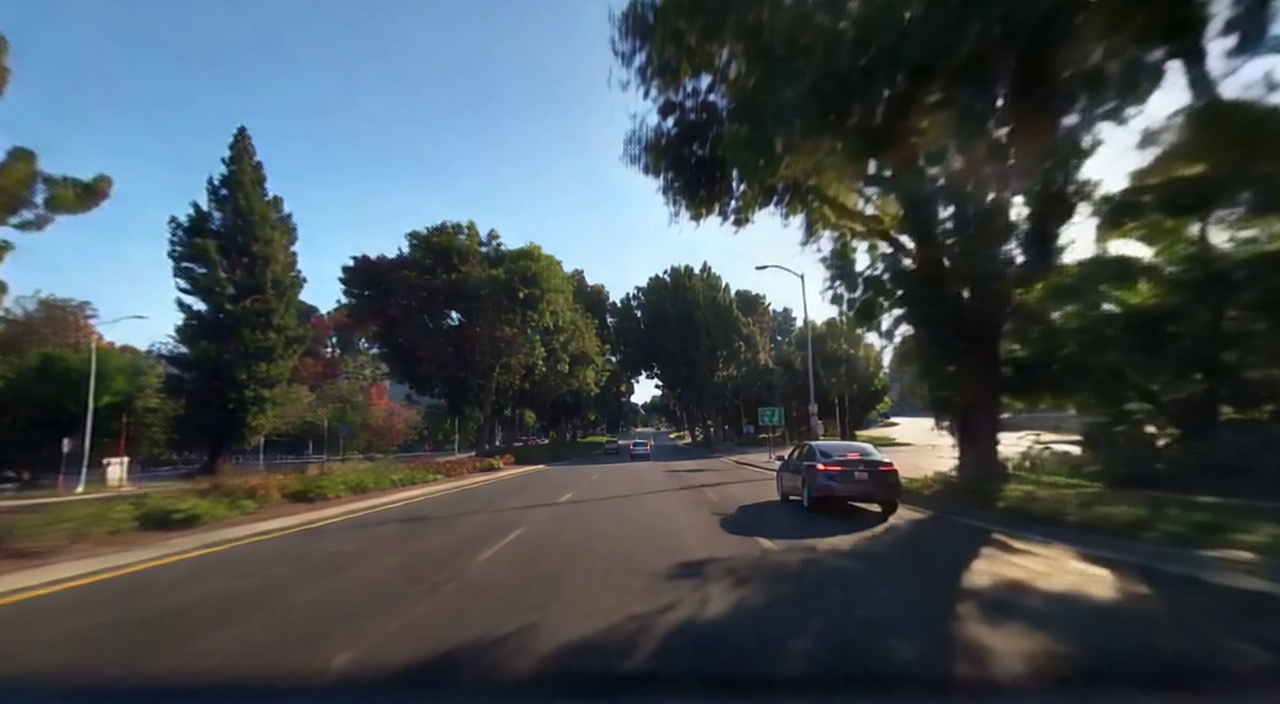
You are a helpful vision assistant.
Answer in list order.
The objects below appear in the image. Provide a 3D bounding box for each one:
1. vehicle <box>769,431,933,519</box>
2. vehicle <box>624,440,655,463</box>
[{"bbox_3d":[4.135,2.470,13.174,1.913,1.516,4.322,0,-8,0],"label":"vehicle"},{"bbox_3d":[0.021,7.191,45.391,2.095,1.548,4.264,0,-8,2],"label":"vehicle"}]
